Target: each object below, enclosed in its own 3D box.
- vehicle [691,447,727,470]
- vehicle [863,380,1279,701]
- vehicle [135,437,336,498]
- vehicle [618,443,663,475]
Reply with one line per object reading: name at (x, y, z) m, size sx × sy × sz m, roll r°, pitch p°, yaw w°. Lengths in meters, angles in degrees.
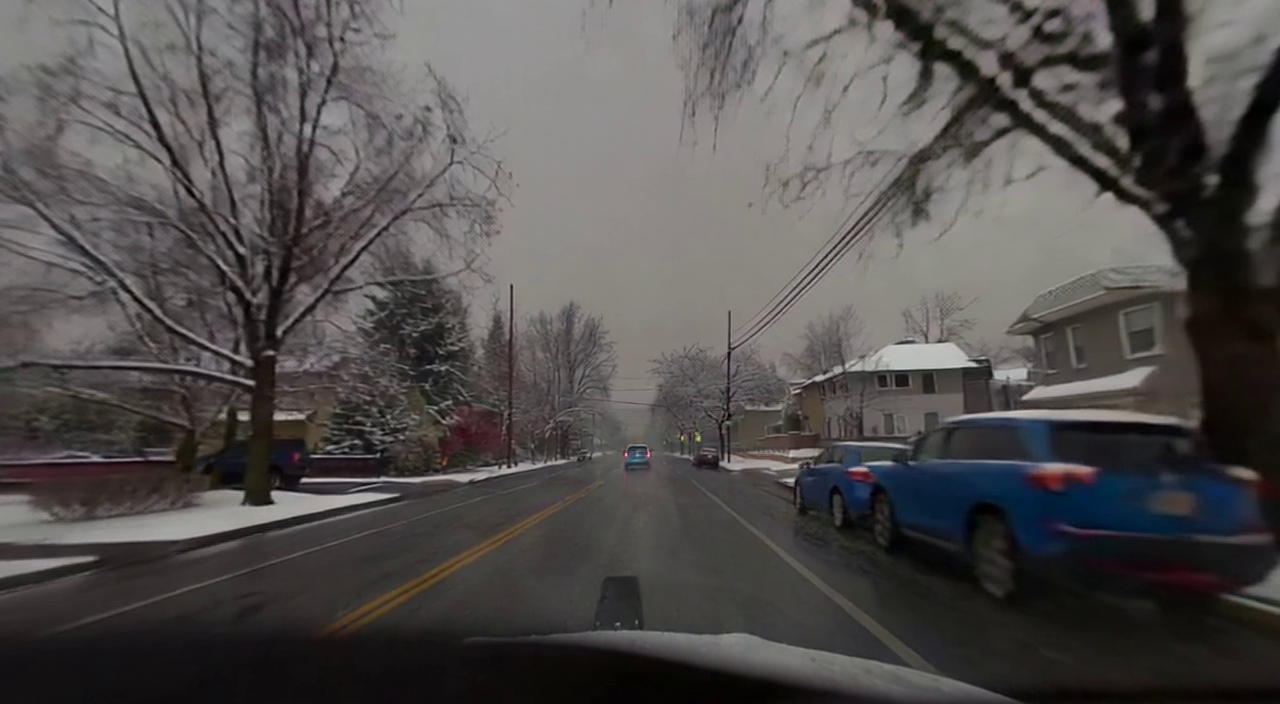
vehicle at (4.840, 7.523, 44.744) m, size 1.977 × 1.481 × 5.155 m, roll 0°, pitch -8°, yaw 0°
vehicle at (4.122, 1.446, 6.185) m, size 2.100 × 1.830 × 5.040 m, roll 0°, pitch -8°, yaw 1°
vehicle at (-15.509, 4.476, 24.436) m, size 6.278 × 1.911 × 2.173 m, roll -3°, pitch -10°, yaw -1°
vehicle at (0.053, 5.293, 31.338) m, size 2.104 × 1.500 × 3.815 m, roll 0°, pitch -8°, yaw 0°
